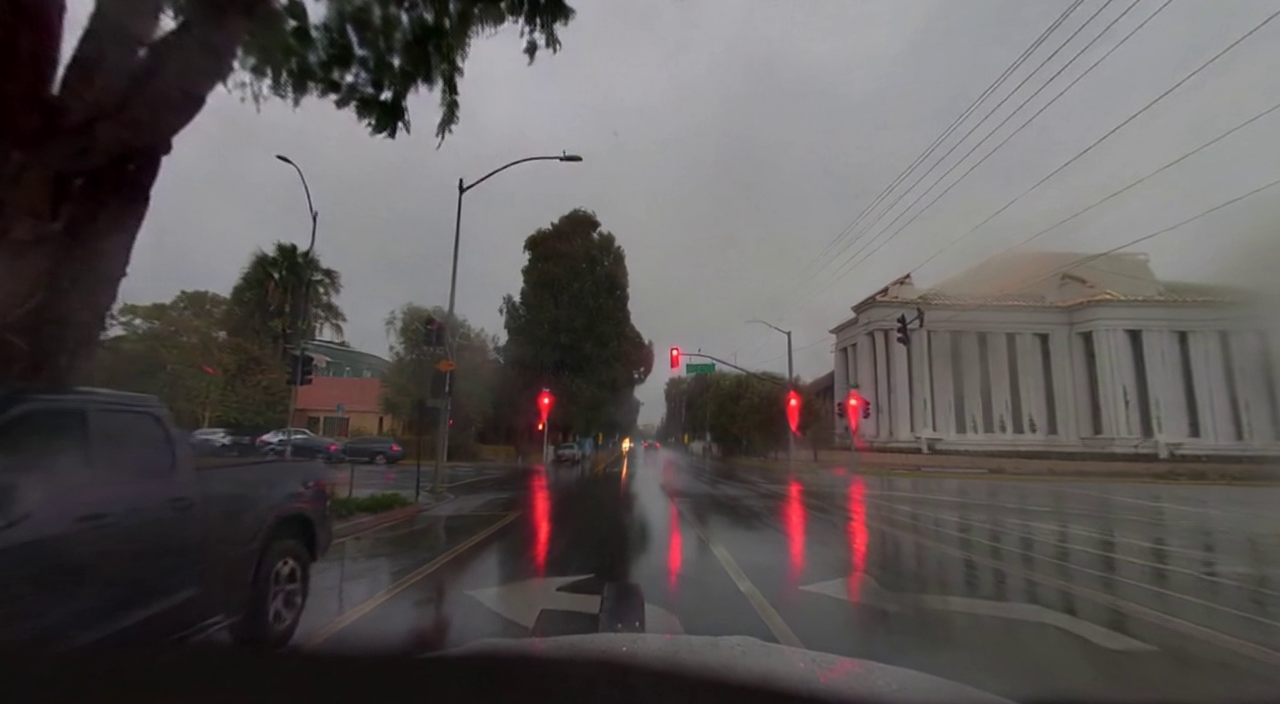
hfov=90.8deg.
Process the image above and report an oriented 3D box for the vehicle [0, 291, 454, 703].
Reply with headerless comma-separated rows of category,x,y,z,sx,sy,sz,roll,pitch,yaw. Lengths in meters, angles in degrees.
vehicle,-3.319,1.006,3.939,2.271,1.885,6.346,0,-9,1
